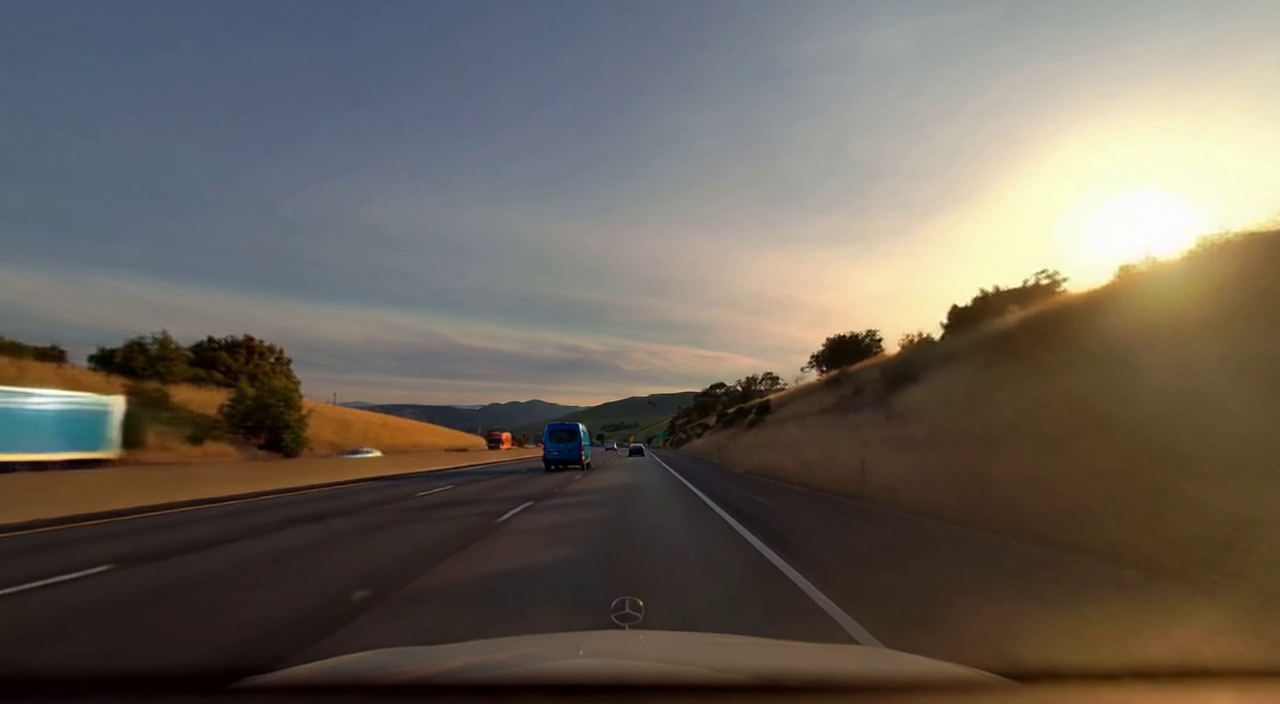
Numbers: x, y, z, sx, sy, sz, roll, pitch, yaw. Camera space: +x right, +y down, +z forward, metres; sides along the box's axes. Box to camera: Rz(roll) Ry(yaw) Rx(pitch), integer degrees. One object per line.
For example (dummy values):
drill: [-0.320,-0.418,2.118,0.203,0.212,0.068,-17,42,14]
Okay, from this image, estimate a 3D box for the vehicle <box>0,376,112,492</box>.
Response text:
vehicle: [-23.859,2.502,19.417,2.914,4.020,14.107,0,-8,0]

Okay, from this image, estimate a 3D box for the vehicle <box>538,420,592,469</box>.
vehicle: [-4.075,5.154,35.160,2.329,2.483,5.428,0,-8,0]
